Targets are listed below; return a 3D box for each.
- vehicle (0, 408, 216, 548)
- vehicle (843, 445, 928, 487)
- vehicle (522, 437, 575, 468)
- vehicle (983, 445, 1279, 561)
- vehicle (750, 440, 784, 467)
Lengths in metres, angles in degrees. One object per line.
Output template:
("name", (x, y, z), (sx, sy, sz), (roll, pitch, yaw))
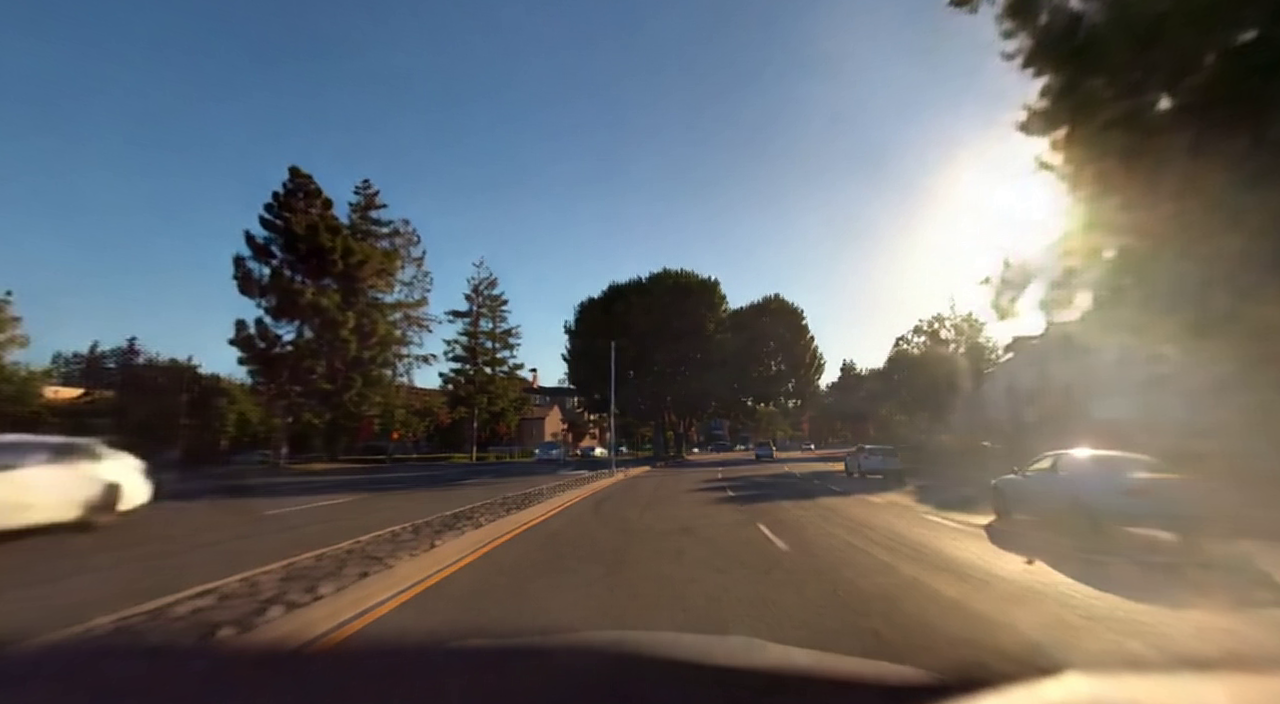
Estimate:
("vehicle", (-8.570, 1.673, 8.697), (2.126, 1.637, 4.509), (-1, -8, 3))
("vehicle", (9.360, 4.355, 24.429), (1.855, 1.444, 4.389), (-1, -8, 5))
("vehicle", (-5.525, 6.161, 38.819), (2.024, 1.729, 4.371), (-1, -8, 9))
("vehicle", (7.466, 2.182, 9.992), (1.783, 1.386, 4.433), (-1, -8, 3))
("vehicle", (8.246, 6.605, 41.130), (1.991, 1.684, 4.127), (-1, -8, 9))
